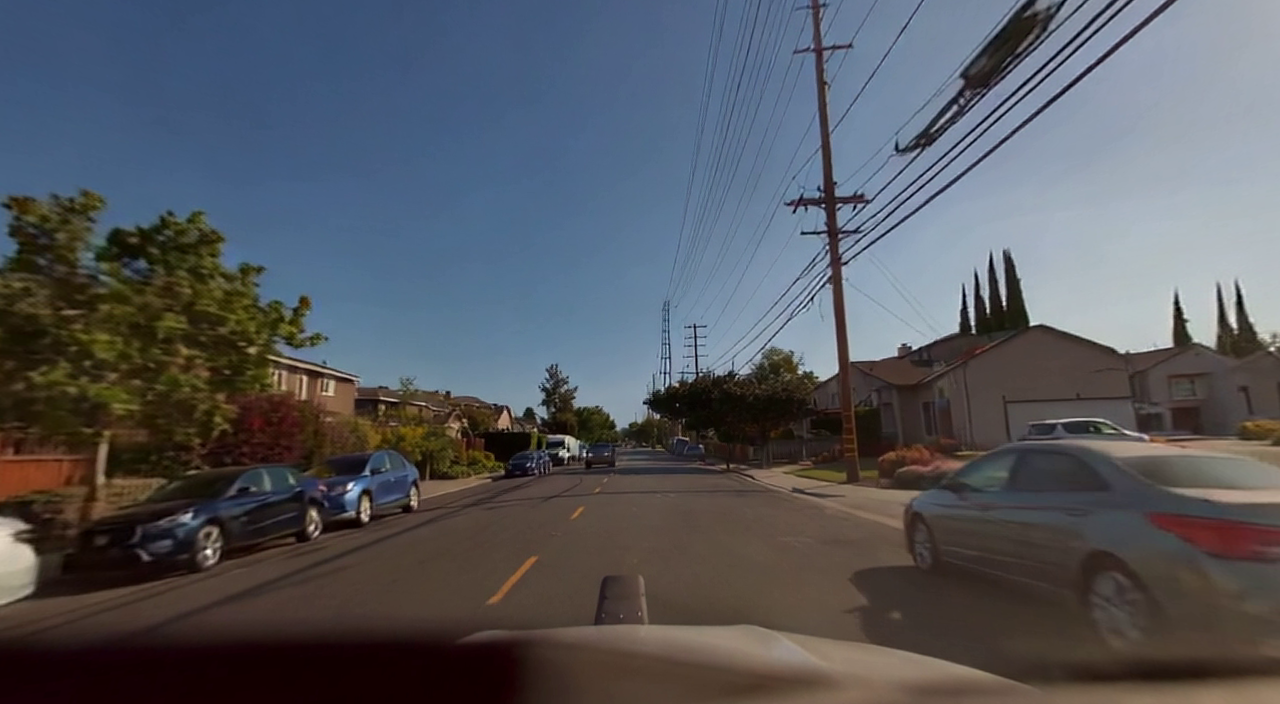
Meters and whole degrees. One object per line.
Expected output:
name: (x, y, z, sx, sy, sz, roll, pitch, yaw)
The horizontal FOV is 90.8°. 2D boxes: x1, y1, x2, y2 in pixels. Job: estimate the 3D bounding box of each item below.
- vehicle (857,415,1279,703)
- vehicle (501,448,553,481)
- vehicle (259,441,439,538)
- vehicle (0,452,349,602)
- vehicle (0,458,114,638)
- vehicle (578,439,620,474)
vehicle: (3.772, 1.416, 5.387, 2.108, 1.493, 4.878, 0, -9, 0)
vehicle: (-6.212, 6.213, 35.215, 2.055, 1.666, 4.168, -2, -9, 1)
vehicle: (-6.498, 3.058, 14.801, 1.985, 1.712, 4.703, -5, -9, 0)
vehicle: (-6.410, 2.341, 9.525, 1.995, 1.469, 4.931, -4, -8, -4)
vehicle: (-6.160, 1.516, 4.127, 1.813, 1.447, 4.437, -3, -9, -3)
vehicle: (-2.569, 6.622, 40.310, 2.154, 2.051, 4.571, -2, -9, 3)
